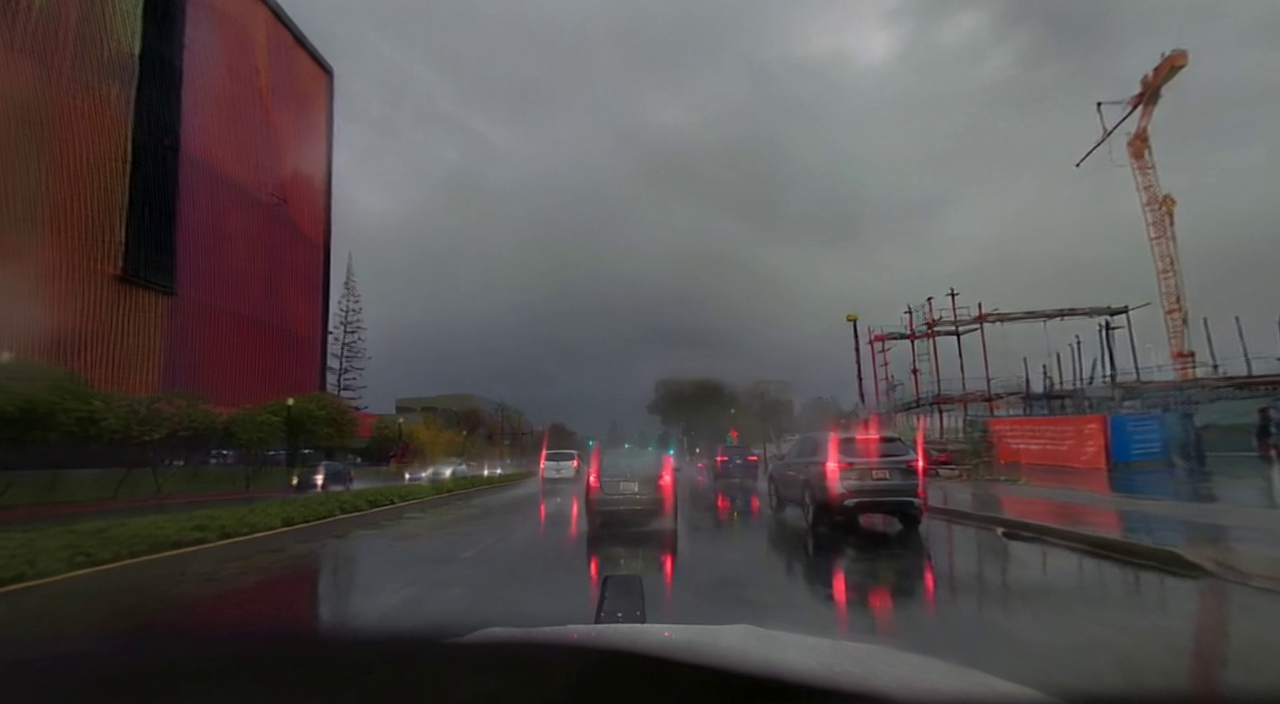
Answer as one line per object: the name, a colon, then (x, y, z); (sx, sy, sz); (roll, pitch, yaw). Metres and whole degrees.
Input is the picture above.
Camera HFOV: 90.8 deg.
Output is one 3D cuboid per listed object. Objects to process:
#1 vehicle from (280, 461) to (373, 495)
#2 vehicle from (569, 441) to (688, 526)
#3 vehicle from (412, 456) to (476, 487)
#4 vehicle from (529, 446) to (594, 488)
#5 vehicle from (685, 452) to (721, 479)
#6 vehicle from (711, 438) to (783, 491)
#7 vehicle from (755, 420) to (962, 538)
vehicle: (-15.707, 6.323, 31.999); (2.078, 1.496, 4.769); (-1, -8, 3)
vehicle: (-0.161, 2.674, 13.438); (2.131, 1.496, 4.193); (0, -8, 1)
vehicle: (-11.919, 7.268, 38.707); (2.202, 1.714, 4.509); (-1, -8, 4)
vehicle: (-3.434, 5.144, 28.617); (2.201, 1.691, 4.305); (-1, -8, 3)
vehicle: (4.196, 7.646, 42.661); (2.115, 1.636, 4.104); (0, -8, 2)
vehicle: (4.166, 4.452, 25.485); (2.124, 1.896, 4.914); (0, -8, 1)
vehicle: (3.827, 2.319, 12.250); (2.185, 1.797, 4.934); (0, -8, -1)
